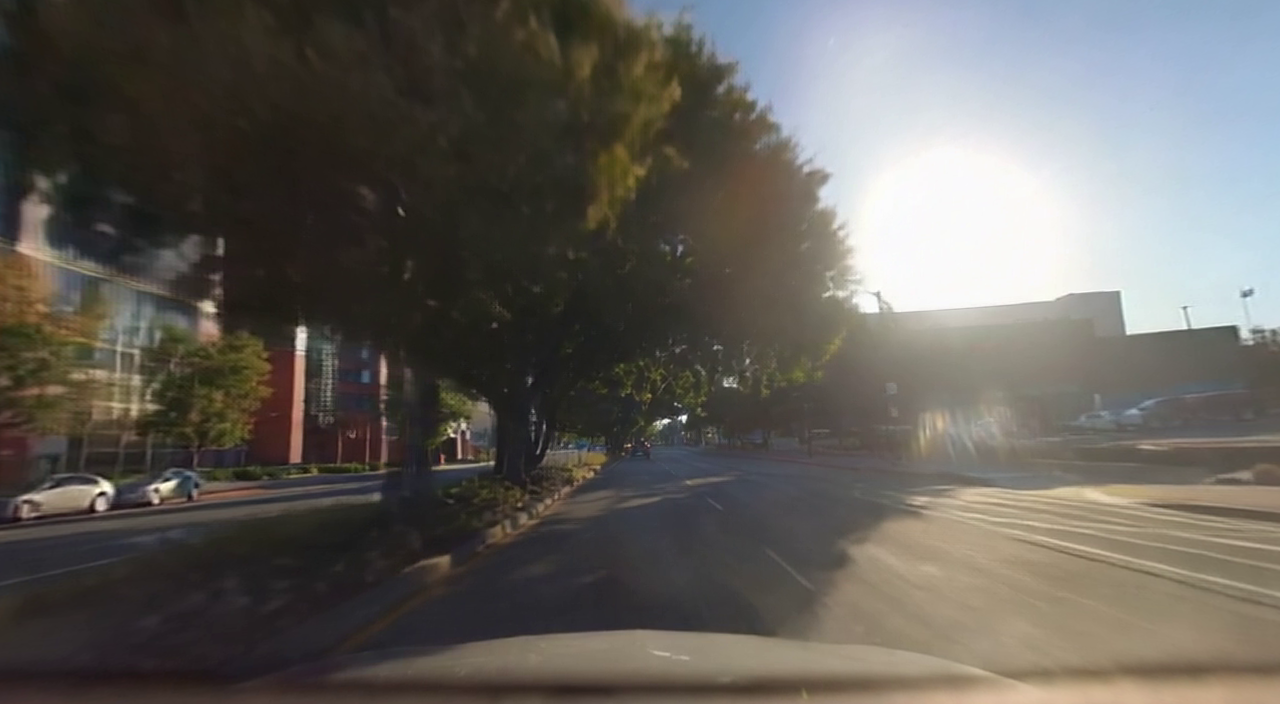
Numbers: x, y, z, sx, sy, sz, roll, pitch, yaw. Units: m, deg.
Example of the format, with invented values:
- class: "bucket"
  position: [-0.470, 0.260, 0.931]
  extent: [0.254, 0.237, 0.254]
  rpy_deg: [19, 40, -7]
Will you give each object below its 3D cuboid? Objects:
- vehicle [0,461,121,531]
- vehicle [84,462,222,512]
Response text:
- class: "vehicle"
  position: [-19.162, 4.381, 19.604]
  extent: [2.255, 1.848, 4.617]
  rpy_deg: [0, -8, -3]
- class: "vehicle"
  position: [-19.314, 5.342, 25.404]
  extent: [1.965, 1.665, 4.577]
  rpy_deg: [-2, -9, -1]
